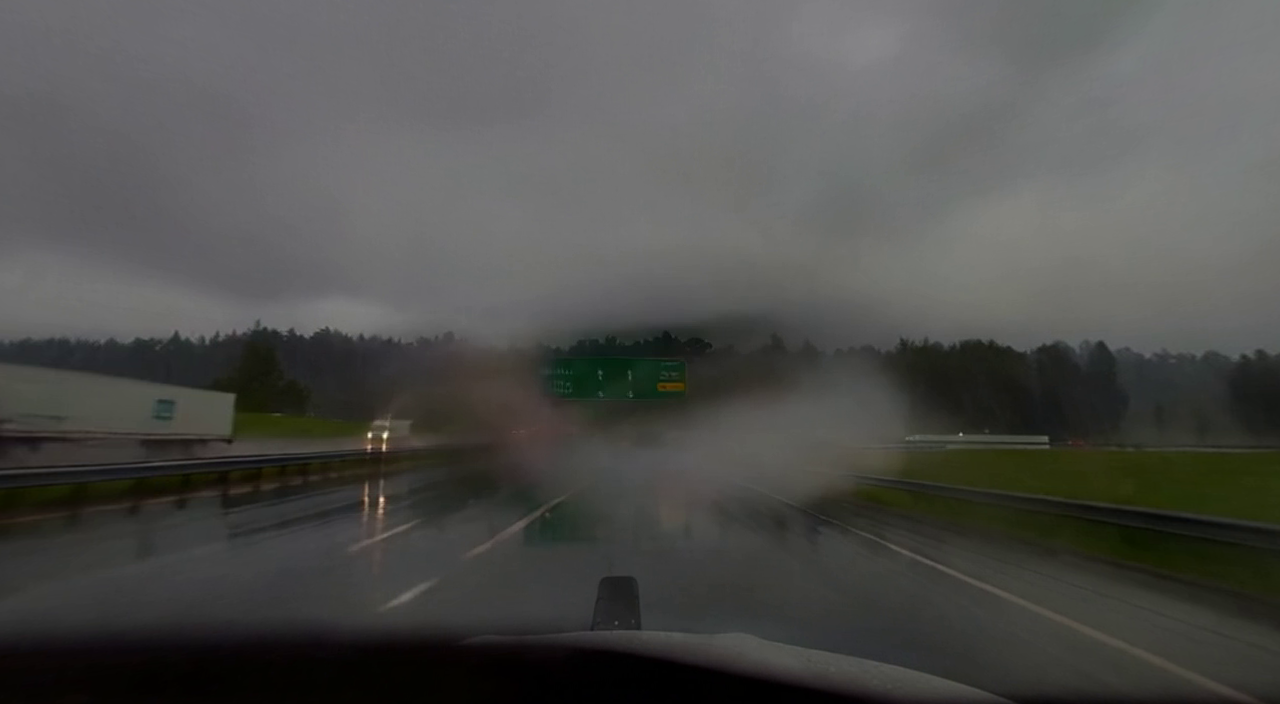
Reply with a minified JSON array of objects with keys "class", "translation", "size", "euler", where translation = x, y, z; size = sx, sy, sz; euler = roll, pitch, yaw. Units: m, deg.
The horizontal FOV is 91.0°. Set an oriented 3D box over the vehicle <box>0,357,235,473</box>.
[{"class":"vehicle","translation":[-24.045,3.145,28.428],"size":[2.851,3.983,14.254],"euler":[0,-8,-3]}]
